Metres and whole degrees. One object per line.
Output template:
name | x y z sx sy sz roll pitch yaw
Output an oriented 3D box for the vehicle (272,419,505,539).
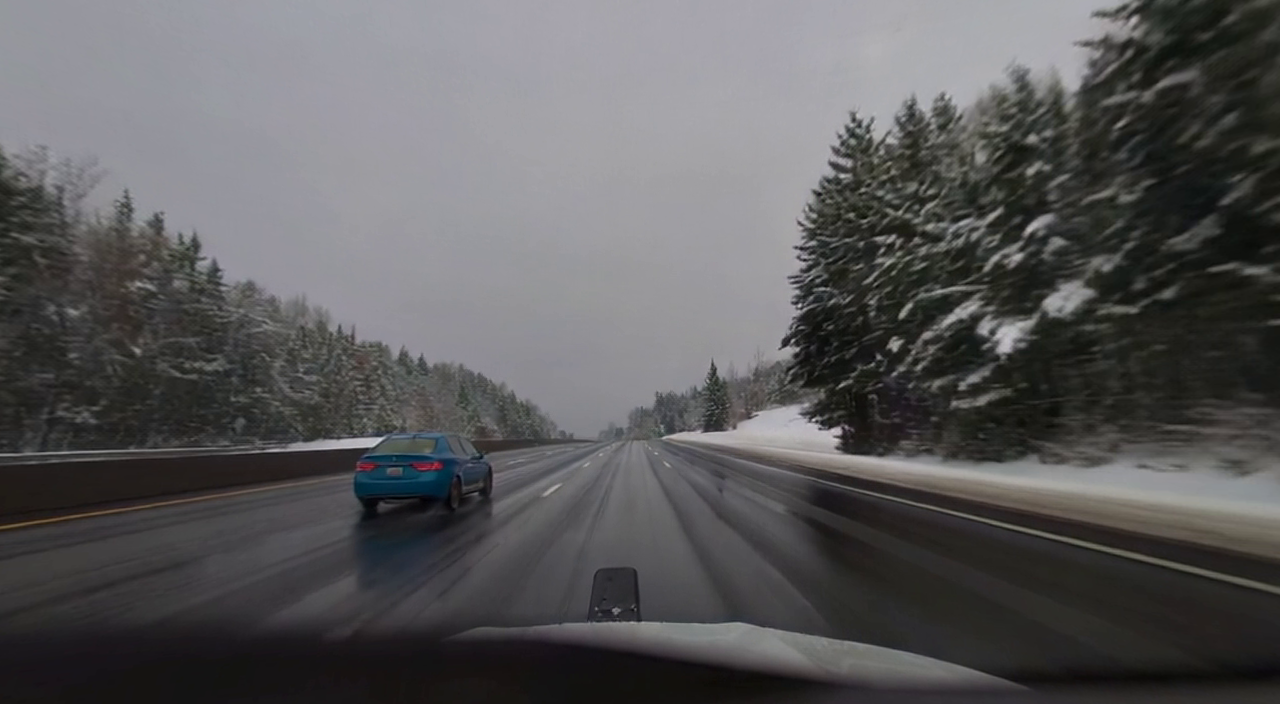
vehicle | -3.695 1.919 10.279 2.026 1.517 4.325 0 -8 0
